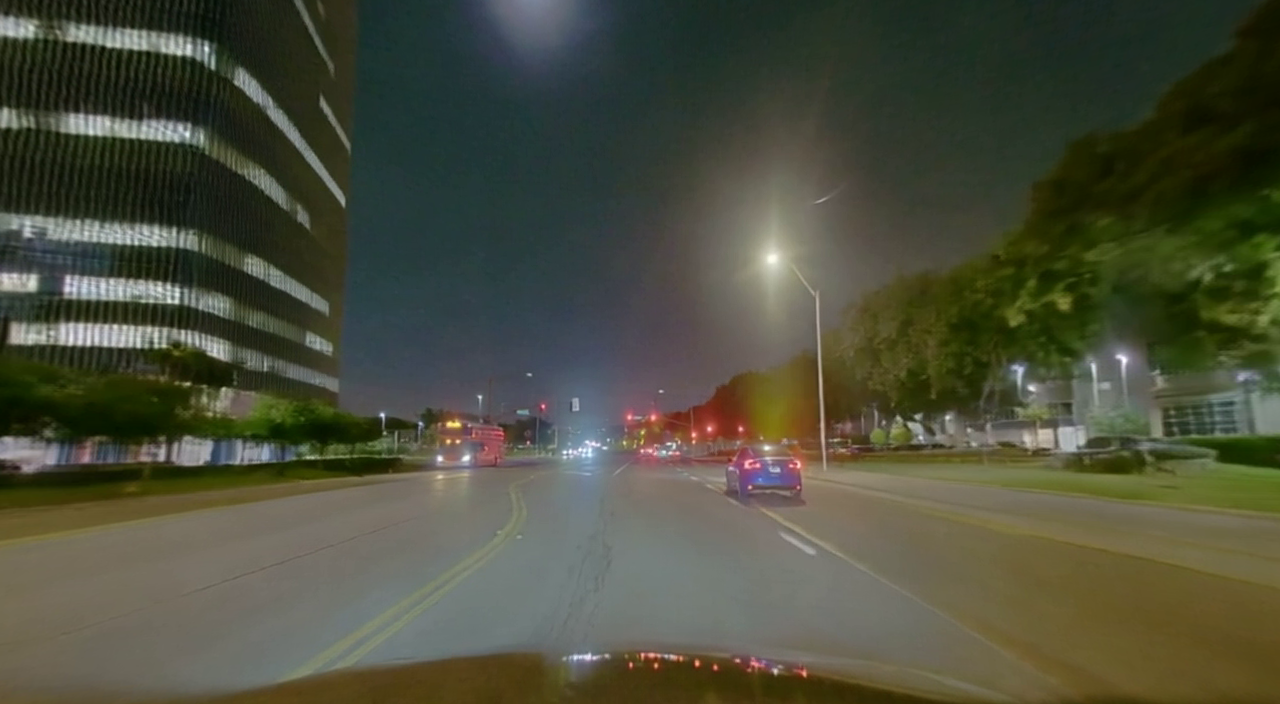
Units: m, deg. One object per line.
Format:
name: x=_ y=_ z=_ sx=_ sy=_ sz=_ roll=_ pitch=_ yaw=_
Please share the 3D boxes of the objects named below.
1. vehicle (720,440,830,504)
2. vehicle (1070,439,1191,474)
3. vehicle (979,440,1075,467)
vehicle: x=3.462 y=3.172 z=16.999 sx=1.993 sy=1.501 sz=4.127 roll=0 pitch=-9 yaw=-1
vehicle: x=21.224 y=4.545 z=27.372 sx=3.643 sy=1.431 sz=1.884 roll=0 pitch=-9 yaw=0
vehicle: x=21.796 y=5.719 z=35.606 sx=4.135 sy=1.480 sz=1.915 roll=0 pitch=-9 yaw=0
